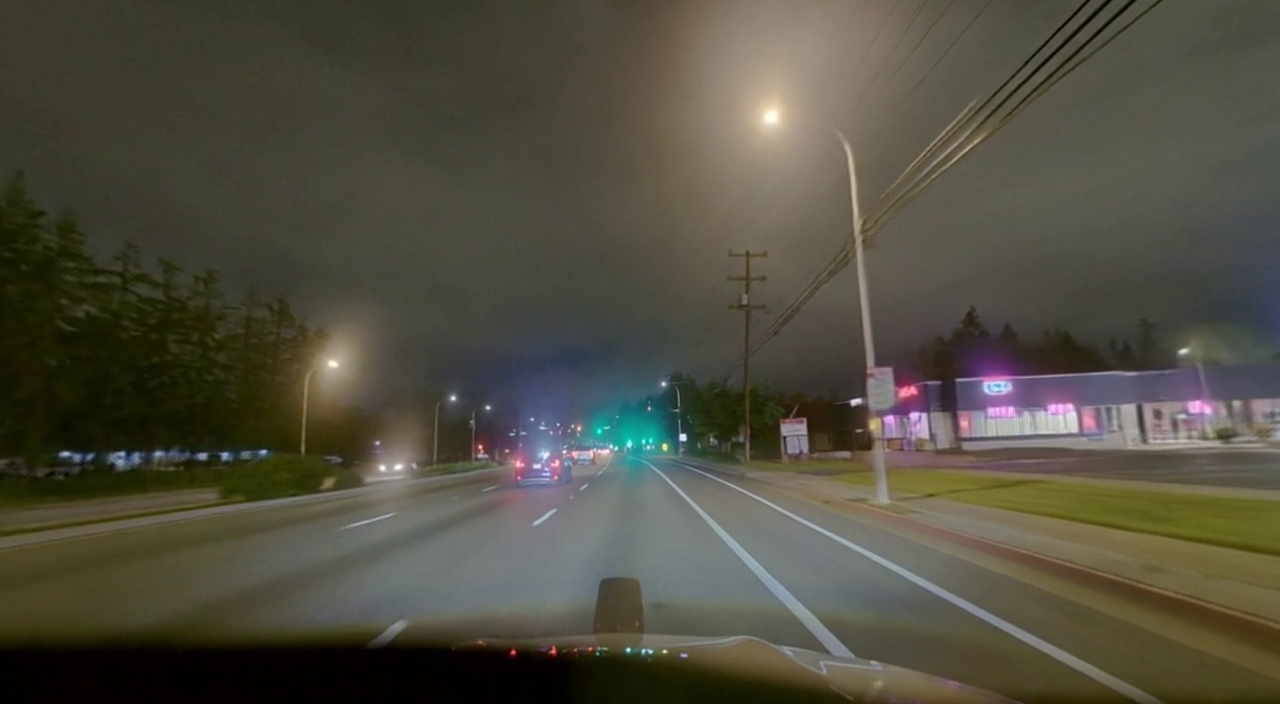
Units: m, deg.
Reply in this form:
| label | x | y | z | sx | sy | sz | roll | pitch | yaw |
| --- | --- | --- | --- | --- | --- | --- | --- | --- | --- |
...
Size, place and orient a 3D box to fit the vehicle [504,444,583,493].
| label | x | y | z | sx | sy | sz | roll | pitch | yaw |
| --- | --- | --- | --- | --- | --- | --- | --- | --- | --- |
| vehicle | -3.129 | 3.876 | 21.389 | 1.942 | 1.469 | 4.426 | 0 | -9 | 0 |
